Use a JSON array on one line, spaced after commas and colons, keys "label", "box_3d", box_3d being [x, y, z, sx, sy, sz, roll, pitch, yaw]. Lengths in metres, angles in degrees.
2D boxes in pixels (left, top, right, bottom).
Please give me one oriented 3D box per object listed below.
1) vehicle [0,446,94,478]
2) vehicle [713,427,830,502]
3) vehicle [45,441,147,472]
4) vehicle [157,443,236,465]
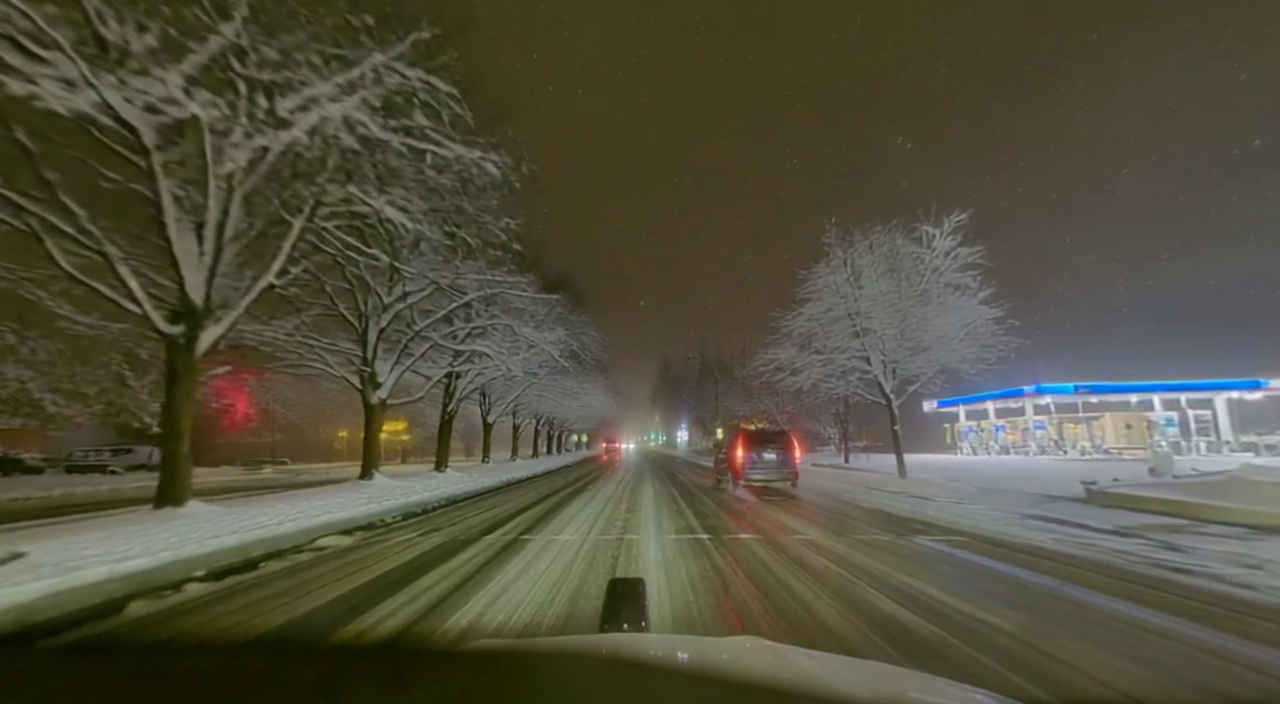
[{"label": "vehicle", "box_3d": [-32.349, 5.984, 34.370, 3.472, 1.423, 1.760, -4, -8, 0]}, {"label": "vehicle", "box_3d": [3.446, 3.059, 17.625, 2.151, 1.771, 4.792, 0, -8, -1]}, {"label": "vehicle", "box_3d": [-32.273, 6.197, 37.463, 4.290, 1.457, 2.056, -3, -7, 1]}, {"label": "vehicle", "box_3d": [-31.840, 7.314, 45.345, 4.088, 1.506, 2.073, 0, -8, 1]}]
